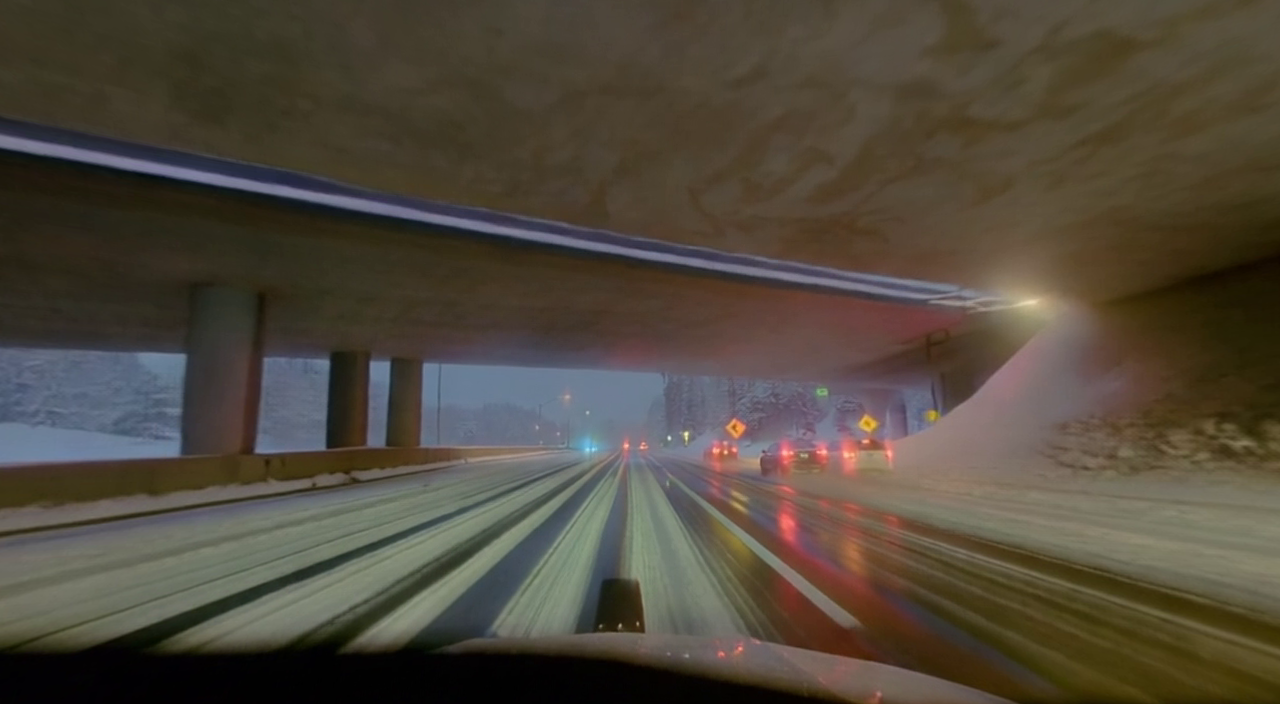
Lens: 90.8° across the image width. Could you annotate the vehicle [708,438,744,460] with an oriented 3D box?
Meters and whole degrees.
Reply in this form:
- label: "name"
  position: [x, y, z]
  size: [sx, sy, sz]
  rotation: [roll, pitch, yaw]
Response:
- label: "vehicle"
  position: [6.652, 7.586, 49.337]
  size: [2.075, 1.611, 4.421]
  rotation: [0, -8, -2]
